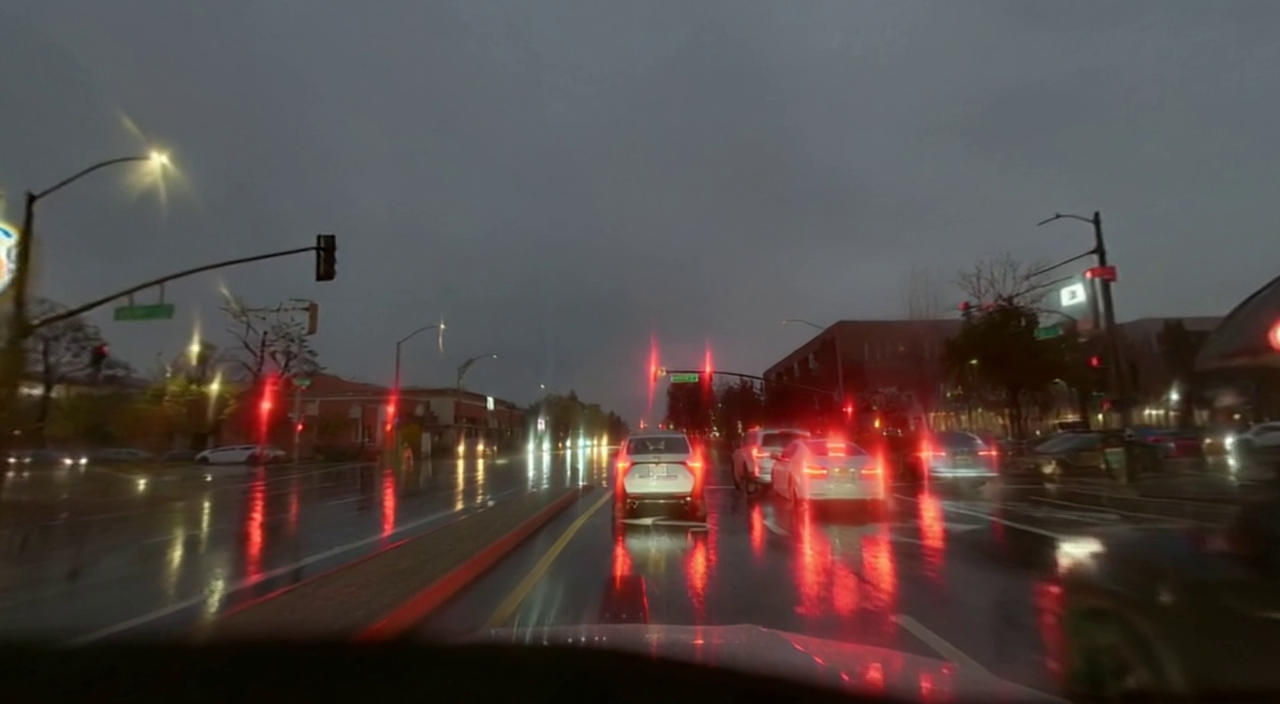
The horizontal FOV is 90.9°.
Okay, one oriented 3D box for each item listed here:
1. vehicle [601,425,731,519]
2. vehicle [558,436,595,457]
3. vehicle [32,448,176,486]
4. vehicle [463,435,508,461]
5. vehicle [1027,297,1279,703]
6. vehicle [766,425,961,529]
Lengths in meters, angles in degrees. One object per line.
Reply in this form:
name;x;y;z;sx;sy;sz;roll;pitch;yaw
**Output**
vehicle;0.398;2.218;12.129;2.073;1.496;3.892;0;-8;-1
vehicle;-4.795;7.257;48.361;2.200;1.480;4.292;0;-8;2
vehicle;-25.948;5.564;30.733;4.833;1.701;2.077;2;-9;-12
vehicle;-11.519;7.187;47.378;2.122;1.829;4.559;0;-8;1
vehicle;3.122;0.544;0.874;2.038;1.787;4.946;0;-8;1
vehicle;3.691;2.144;11.431;1.883;1.480;4.489;0;-8;0
